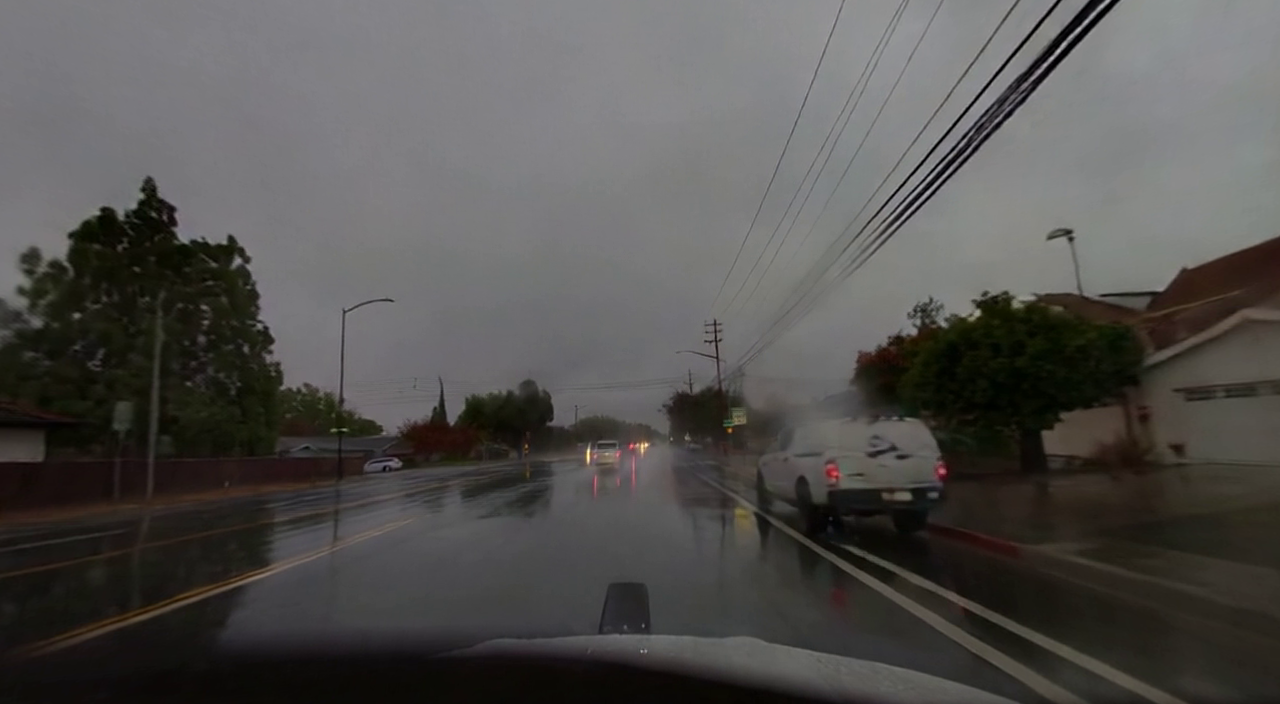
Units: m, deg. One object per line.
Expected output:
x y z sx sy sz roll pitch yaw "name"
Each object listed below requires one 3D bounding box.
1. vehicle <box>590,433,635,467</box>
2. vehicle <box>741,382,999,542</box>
-1.592 5.973 38.497 2.327 1.861 4.941 -1 -9 2 "vehicle"
3.748 2.009 12.050 2.622 2.137 6.267 2 -9 1 "vehicle"
